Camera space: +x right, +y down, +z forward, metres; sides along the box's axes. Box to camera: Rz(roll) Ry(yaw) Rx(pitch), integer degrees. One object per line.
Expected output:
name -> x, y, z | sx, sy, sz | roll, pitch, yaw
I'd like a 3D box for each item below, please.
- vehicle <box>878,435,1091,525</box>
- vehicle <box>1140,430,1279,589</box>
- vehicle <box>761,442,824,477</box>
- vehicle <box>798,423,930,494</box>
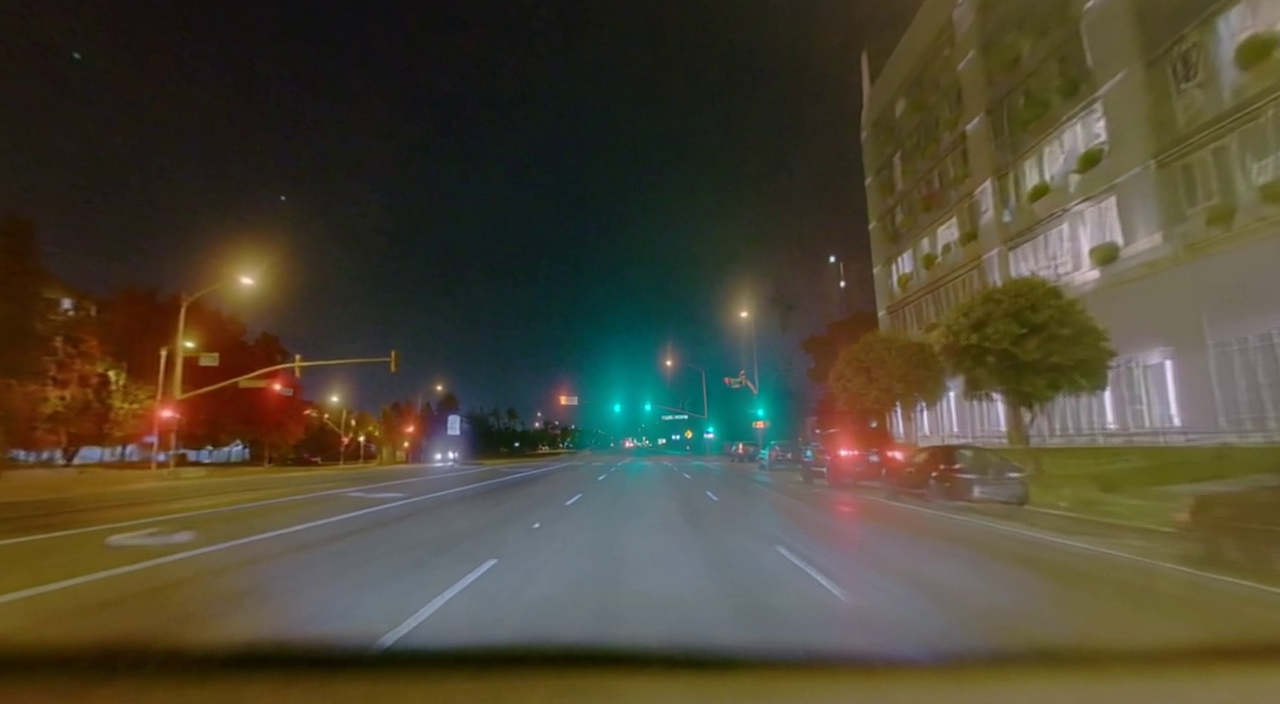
vehicle -> 6.733, 2.521, 12.991 | 1.863, 1.512, 4.525 | 0, -9, 1
vehicle -> 6.913, 1.377, 5.242 | 1.864, 1.466, 4.352 | 0, -9, 0
vehicle -> 7.000, 4.936, 29.210 | 1.880, 1.483, 4.510 | 0, -9, 1
vehicle -> 6.657, 3.238, 19.401 | 2.169, 1.876, 4.931 | 0, -9, -1
